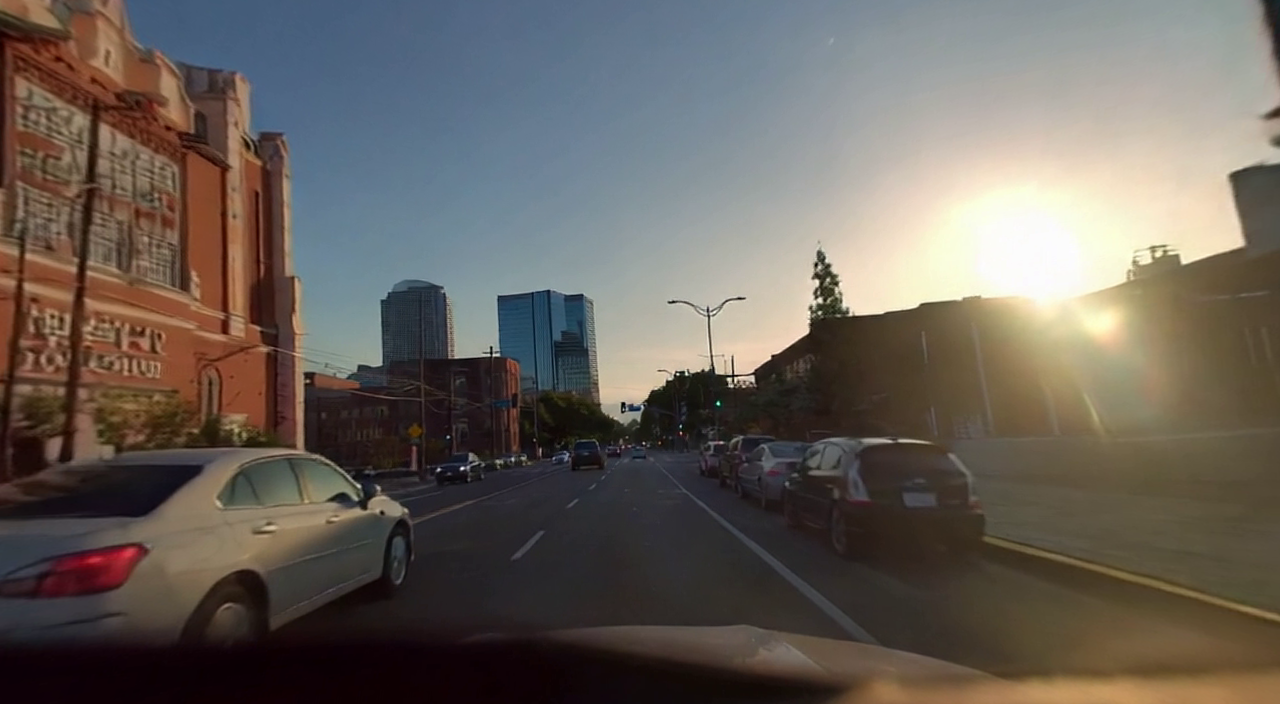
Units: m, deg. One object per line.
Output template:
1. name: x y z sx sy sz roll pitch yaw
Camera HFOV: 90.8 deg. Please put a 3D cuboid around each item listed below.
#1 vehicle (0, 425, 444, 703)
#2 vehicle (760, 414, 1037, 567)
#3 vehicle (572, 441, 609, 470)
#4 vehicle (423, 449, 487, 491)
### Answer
1. vehicle: -3.320 1.431 4.932 2.089 1.547 4.635 0 -8 0
2. vehicle: 3.297 1.878 9.339 2.206 1.664 4.578 -1 -9 1
3. vehicle: -3.550 7.492 45.904 2.293 1.936 4.737 0 -8 0
4. vehicle: -9.084 5.788 31.351 1.965 1.868 4.012 0 -8 0
